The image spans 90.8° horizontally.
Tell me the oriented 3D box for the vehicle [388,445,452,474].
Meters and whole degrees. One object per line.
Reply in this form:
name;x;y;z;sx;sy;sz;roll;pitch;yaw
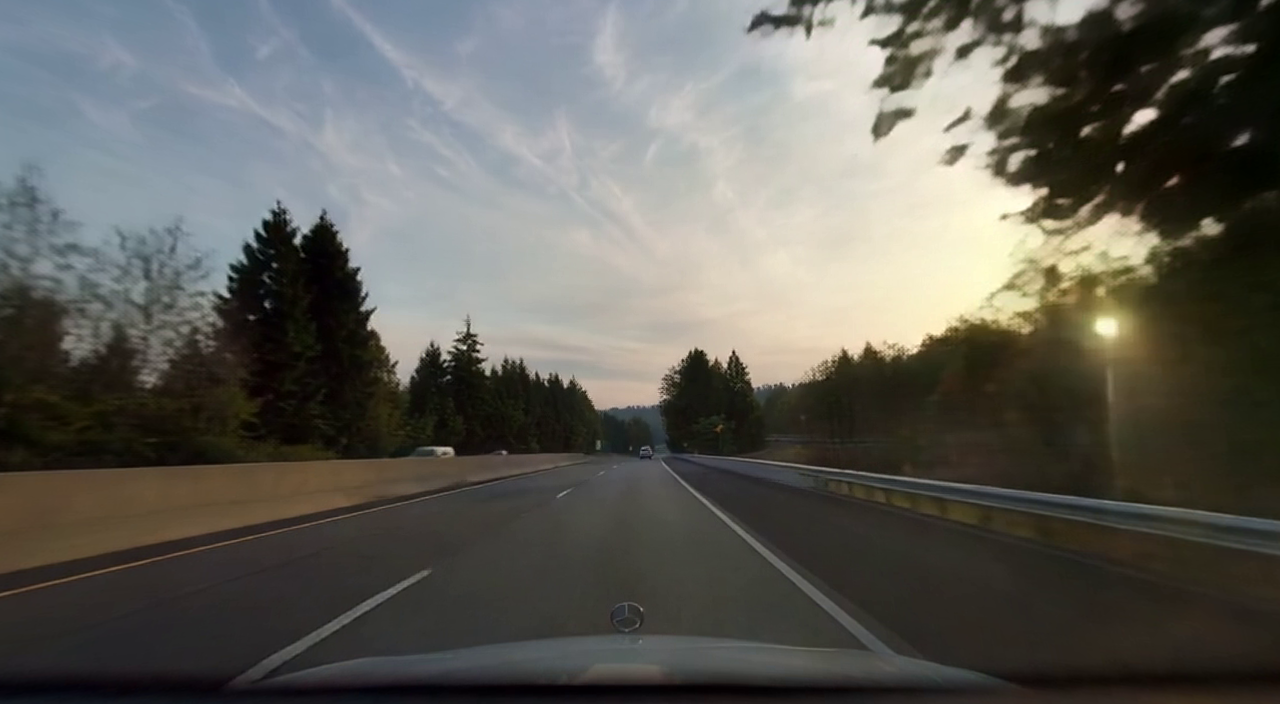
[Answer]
vehicle;-13.103;6.431;37.850;2.080;1.583;4.614;0;-9;1
